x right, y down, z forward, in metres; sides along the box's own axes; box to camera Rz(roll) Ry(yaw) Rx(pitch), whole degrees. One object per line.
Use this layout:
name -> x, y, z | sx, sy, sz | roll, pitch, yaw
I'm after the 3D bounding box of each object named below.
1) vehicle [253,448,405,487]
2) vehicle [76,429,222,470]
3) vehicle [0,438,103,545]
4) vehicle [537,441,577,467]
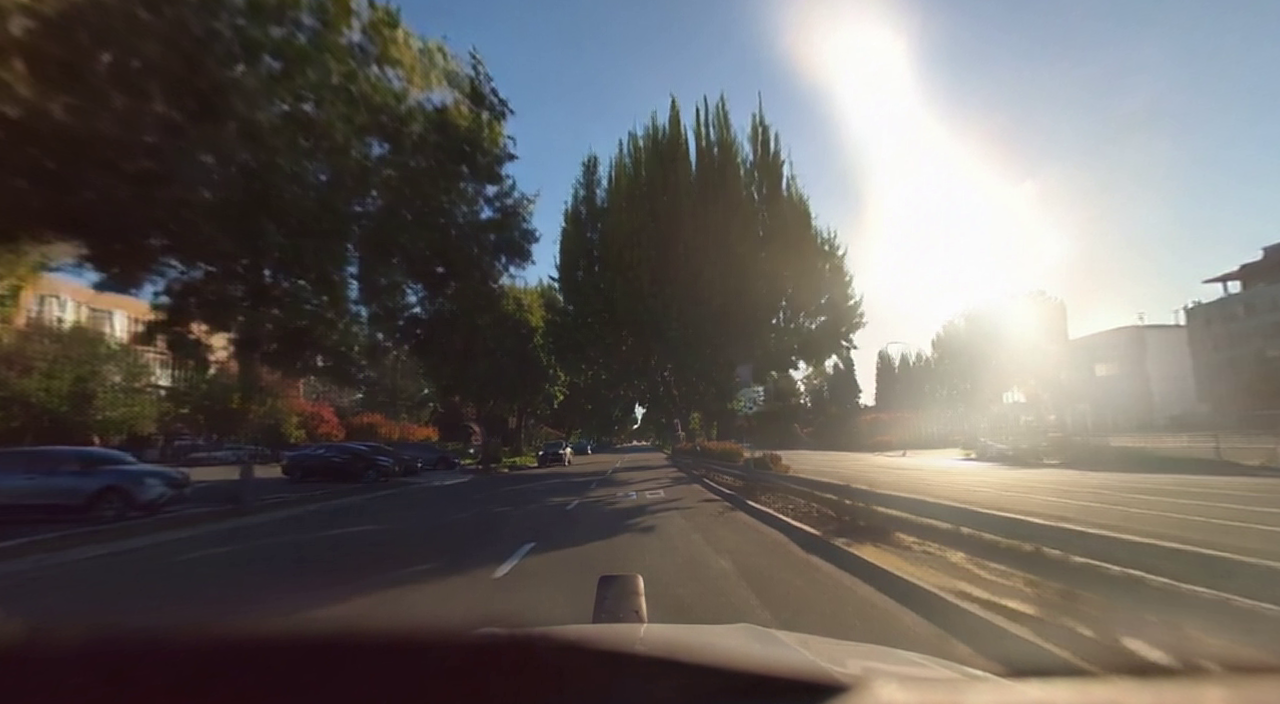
vehicle -> -12.946, 4.820, 26.430 | 5.300, 1.432, 1.951 | 1, -9, -1
vehicle -> -26.101, 5.181, 33.635 | 5.603, 2.043, 2.554 | 0, -9, 1
vehicle -> -12.852, 2.403, 11.079 | 4.834, 1.743, 2.156 | -1, -8, 2
vehicle -> -6.435, 7.941, 49.403 | 2.350, 1.892, 5.542 | 0, -8, 1
